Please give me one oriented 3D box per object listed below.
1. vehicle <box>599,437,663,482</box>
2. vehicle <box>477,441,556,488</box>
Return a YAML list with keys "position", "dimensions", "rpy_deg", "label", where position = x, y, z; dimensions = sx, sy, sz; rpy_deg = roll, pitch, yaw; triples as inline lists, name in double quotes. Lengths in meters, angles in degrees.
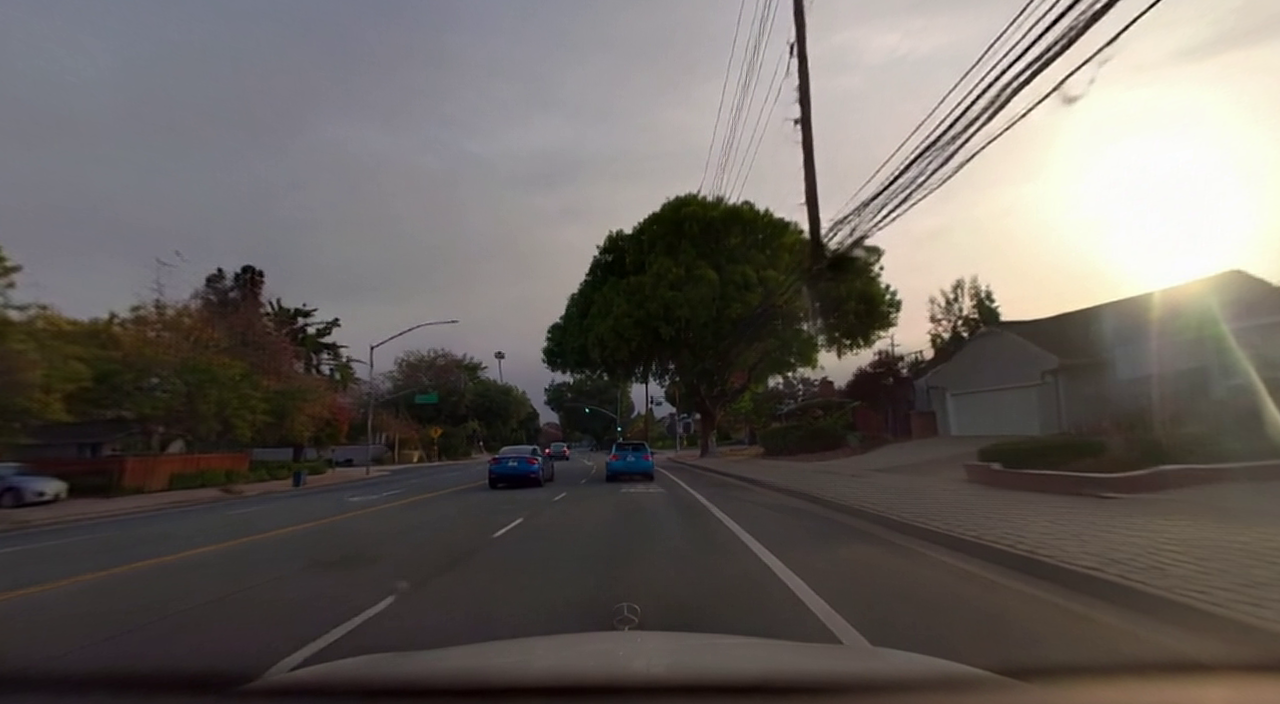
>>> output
- position: [-0.405, 3.971, 23.556]
  dimensions: [2.168, 1.504, 4.284]
  rpy_deg: [1, -9, -2]
  label: "vehicle"
- position: [-4.116, 3.814, 21.746]
  dimensions: [1.913, 1.425, 4.235]
  rpy_deg: [0, -9, 0]
  label: "vehicle"
